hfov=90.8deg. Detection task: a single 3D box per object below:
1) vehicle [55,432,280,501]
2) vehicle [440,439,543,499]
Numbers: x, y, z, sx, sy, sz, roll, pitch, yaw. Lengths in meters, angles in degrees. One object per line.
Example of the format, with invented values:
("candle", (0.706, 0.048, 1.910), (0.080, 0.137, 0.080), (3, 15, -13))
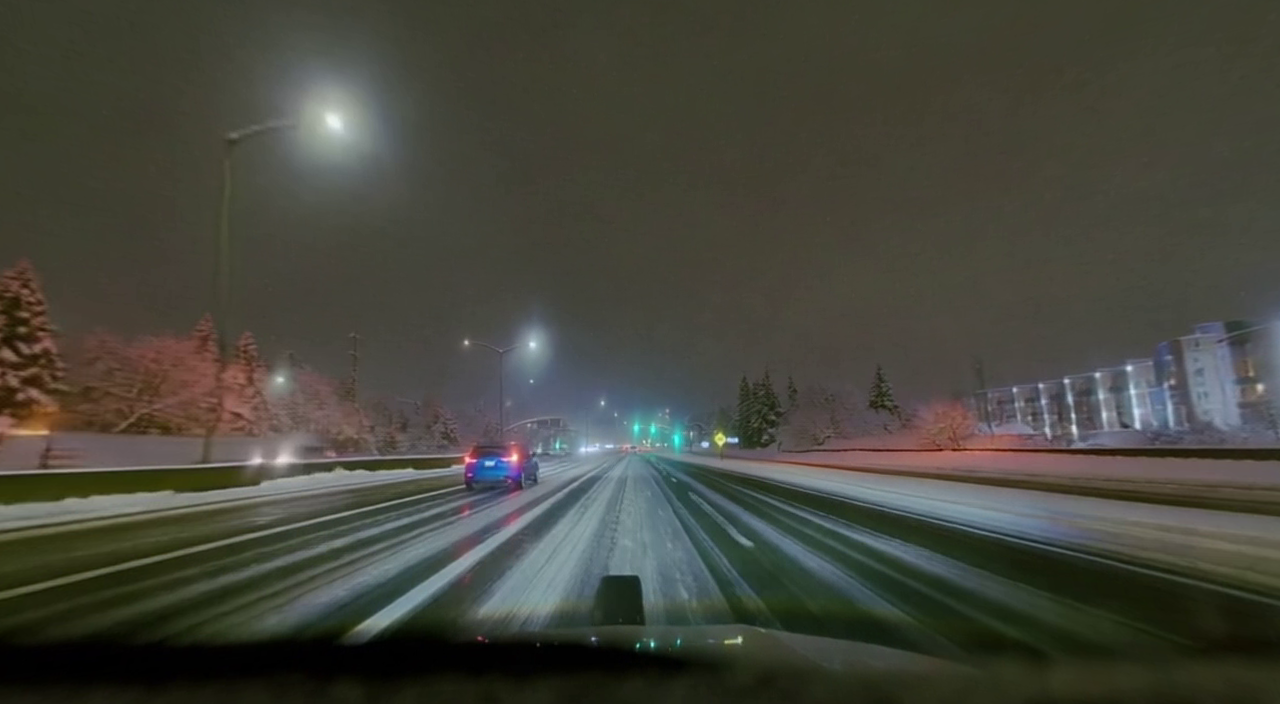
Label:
("vehicle", (-13.788, 3.371, 19.155), (2.275, 1.743, 5.937), (0, -9, 0))
("vehicle", (-4.094, 3.293, 18.199), (1.900, 1.492, 4.495), (0, -9, 0))
